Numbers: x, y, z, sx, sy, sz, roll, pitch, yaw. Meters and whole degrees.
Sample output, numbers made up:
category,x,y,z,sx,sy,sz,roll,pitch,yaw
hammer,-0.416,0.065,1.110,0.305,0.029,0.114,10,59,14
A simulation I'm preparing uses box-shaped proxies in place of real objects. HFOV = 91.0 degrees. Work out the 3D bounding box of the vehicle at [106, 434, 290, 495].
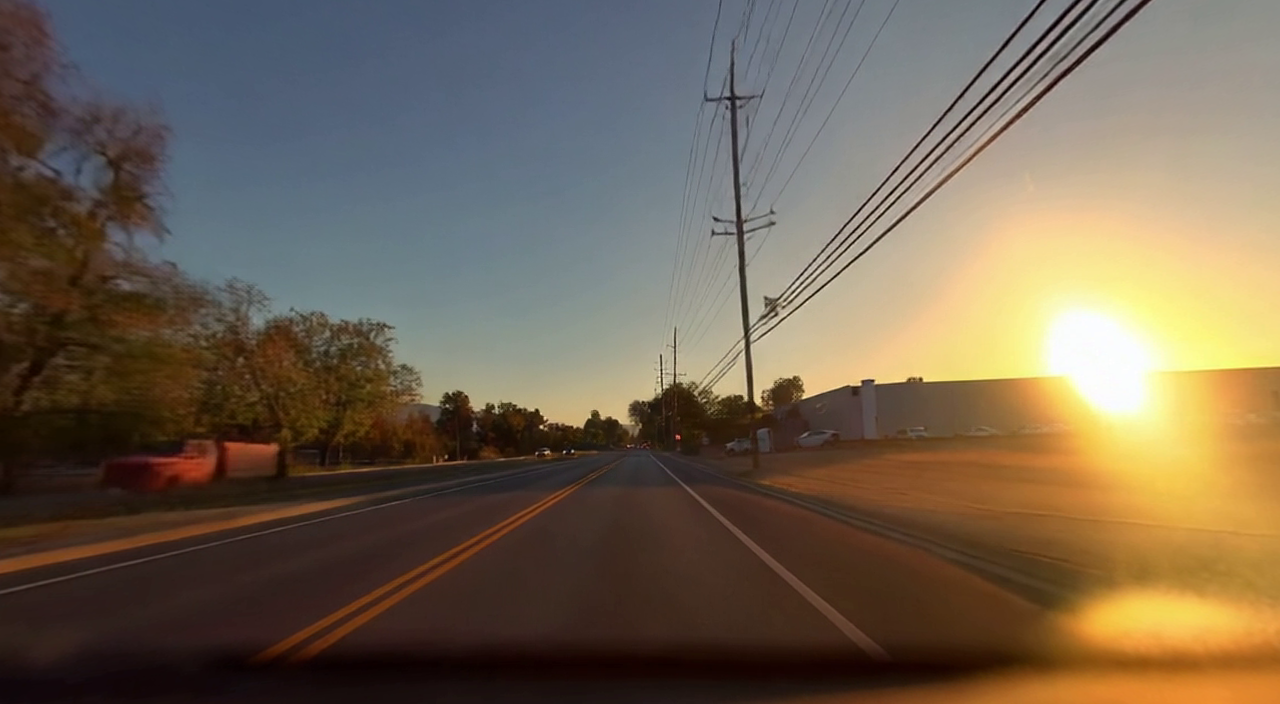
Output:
category,x,y,z,sx,sy,sz,roll,pitch,yaw
vehicle,-21.416,5.482,31.363,3.137,2.587,8.274,-1,-9,0
